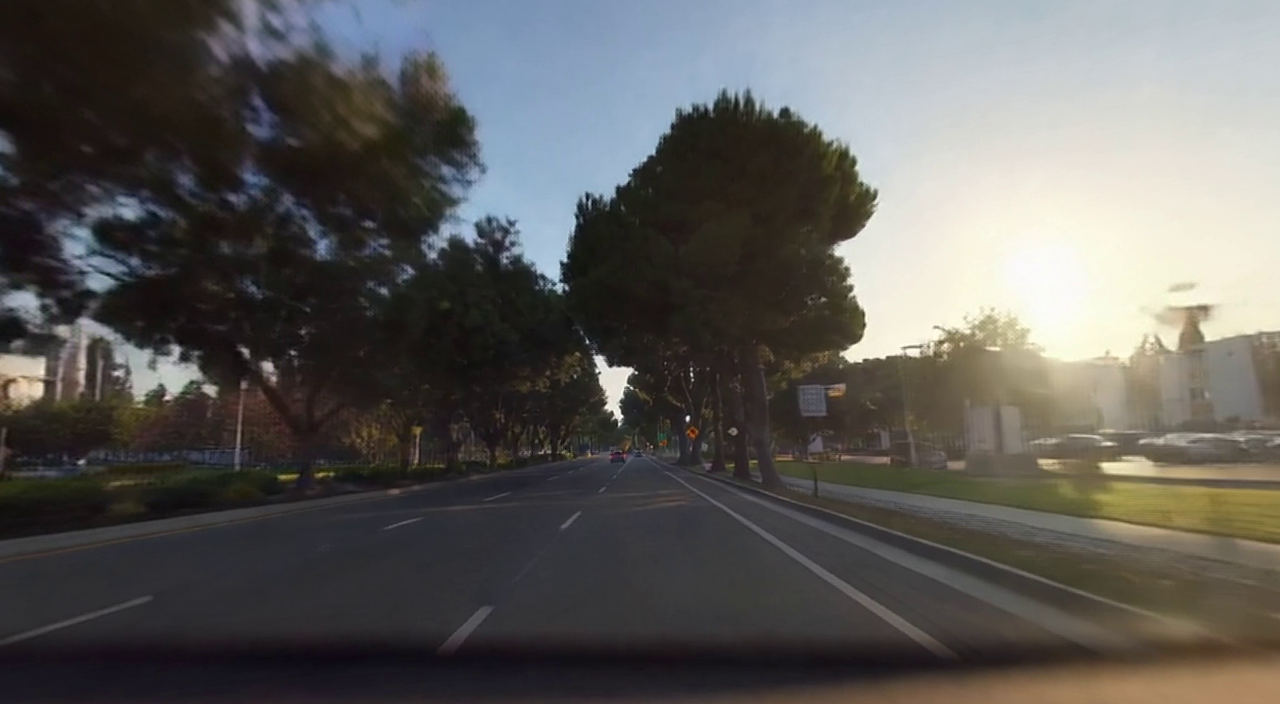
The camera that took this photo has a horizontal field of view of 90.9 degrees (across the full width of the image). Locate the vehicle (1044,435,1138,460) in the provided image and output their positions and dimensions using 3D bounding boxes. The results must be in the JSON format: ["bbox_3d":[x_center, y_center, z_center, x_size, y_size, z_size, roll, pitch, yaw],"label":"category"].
[{"bbox_3d":[29.068,6.167,40.742,1.910,1.451,4.433,5,-10,-32],"label":"vehicle"}]

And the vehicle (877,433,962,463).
[{"bbox_3d":[14.397,4.966,32.638,3.641,1.408,1.584,-2,-8,4],"label":"vehicle"}]

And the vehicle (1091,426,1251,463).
[{"bbox_3d":[27.374,4.808,32.790,2.196,1.745,5.838,5,-10,-33],"label":"vehicle"}]

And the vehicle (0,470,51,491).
[{"bbox_3d":[-46.532,9.547,46.927,3.594,1.411,1.647,-1,-9,-3],"label":"vehicle"}]
